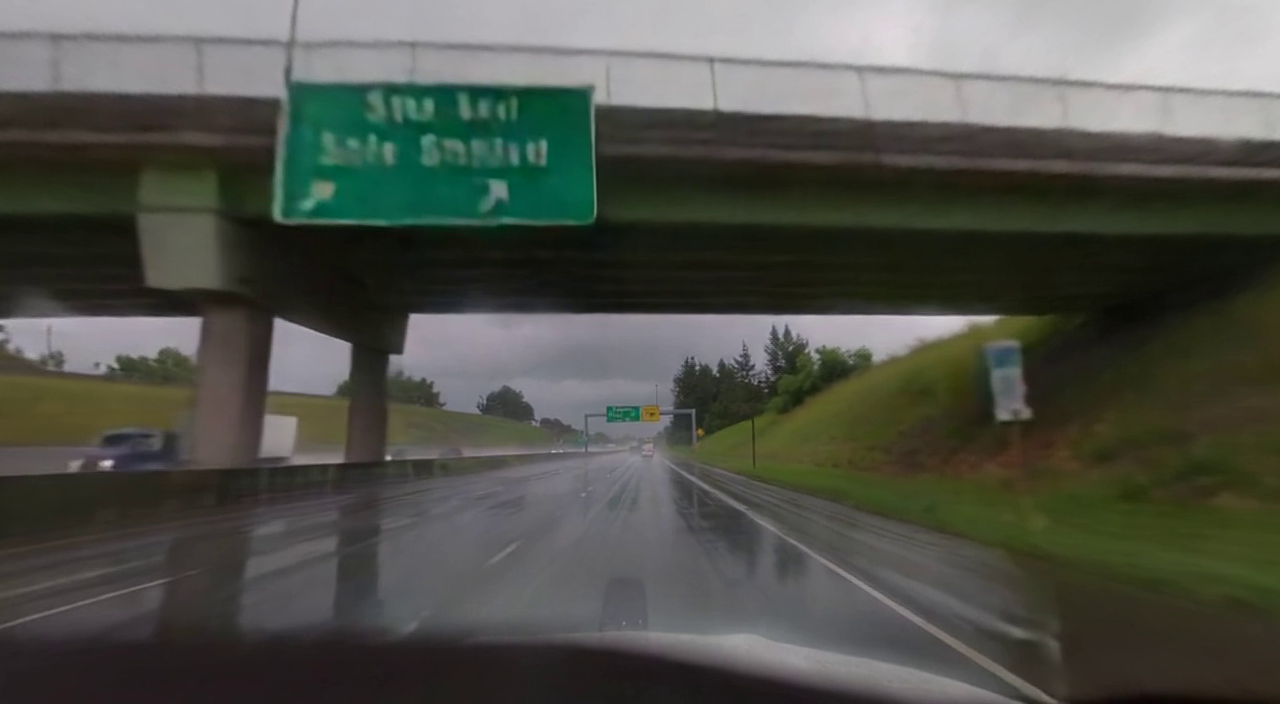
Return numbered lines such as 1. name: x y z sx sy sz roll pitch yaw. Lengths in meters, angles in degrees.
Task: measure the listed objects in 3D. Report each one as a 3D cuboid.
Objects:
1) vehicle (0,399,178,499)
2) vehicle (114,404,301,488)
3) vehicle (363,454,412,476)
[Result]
1. vehicle: -22.918 4.014 26.063 2.890 3.621 5.939 0 -9 0
2. vehicle: -22.853 5.139 34.372 2.774 3.852 10.034 0 -9 1
3. vehicle: -18.504 8.294 46.368 1.824 1.451 4.072 0 -9 1
